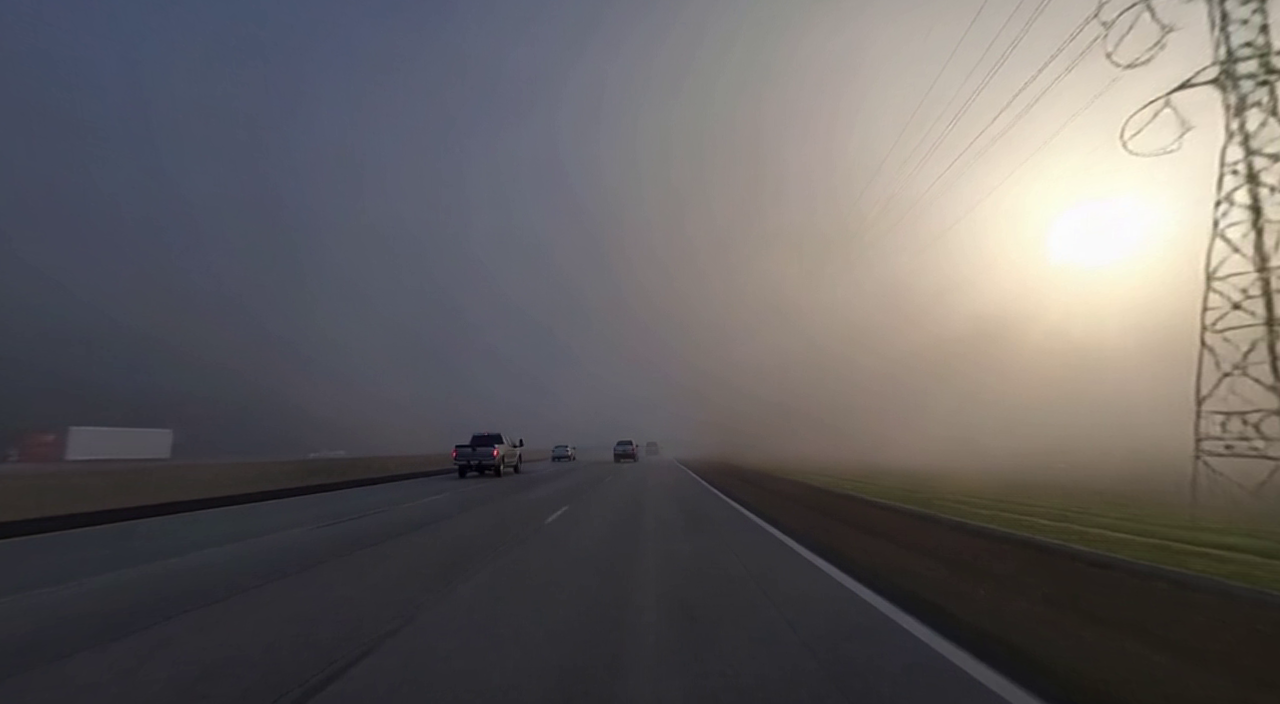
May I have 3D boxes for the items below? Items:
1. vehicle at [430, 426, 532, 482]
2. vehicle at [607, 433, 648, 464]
[{"bbox_3d":[-6.317,4.167,26.131,2.460,1.992,6.474,0,-8,1],"label":"vehicle"},{"bbox_3d":[-0.801,6.655,43.575,2.448,2.025,5.193,-1,-8,3],"label":"vehicle"}]
